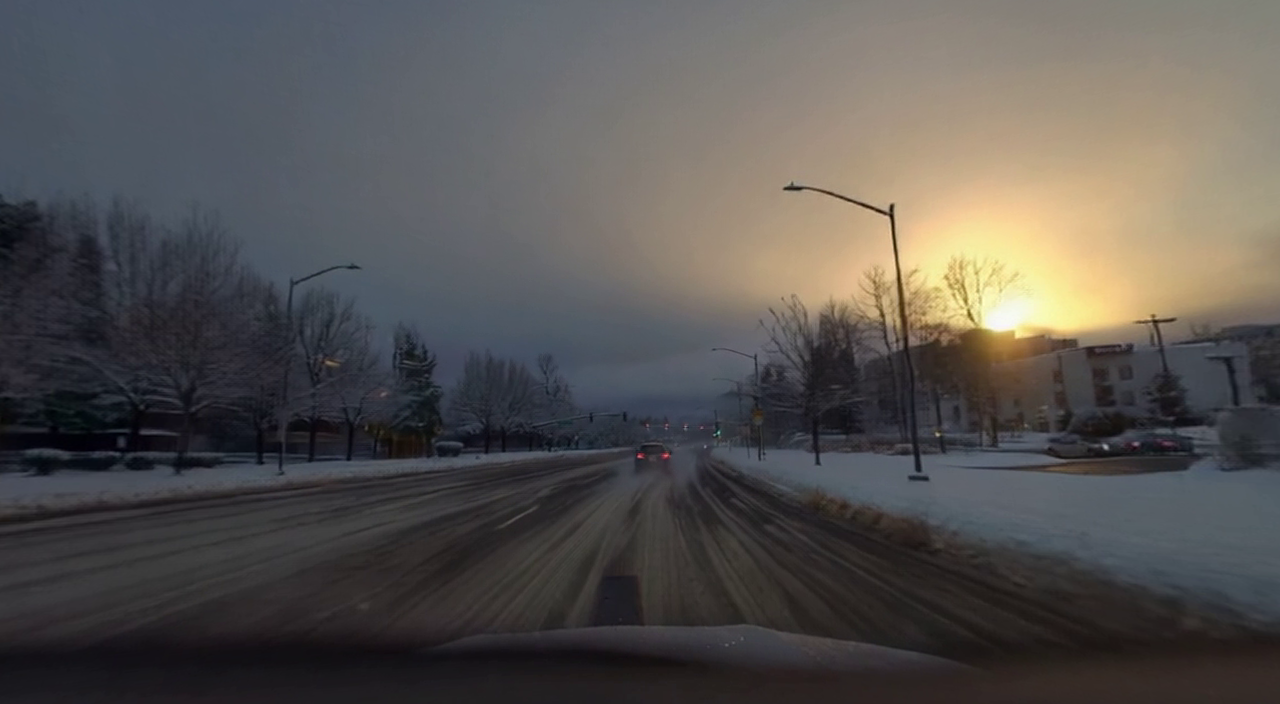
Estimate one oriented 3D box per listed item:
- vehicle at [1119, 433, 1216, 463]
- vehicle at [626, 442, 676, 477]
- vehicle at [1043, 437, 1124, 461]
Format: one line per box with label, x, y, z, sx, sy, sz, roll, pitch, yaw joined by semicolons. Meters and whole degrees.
vehicle;33.978;6.191;40.931;1.984;1.750;4.798;0;-8;-2
vehicle;0.552;4.929;29.152;2.133;1.481;4.276;-1;-9;2
vehicle;28.862;6.339;41.337;1.839;1.470;4.548;0;-9;-3
